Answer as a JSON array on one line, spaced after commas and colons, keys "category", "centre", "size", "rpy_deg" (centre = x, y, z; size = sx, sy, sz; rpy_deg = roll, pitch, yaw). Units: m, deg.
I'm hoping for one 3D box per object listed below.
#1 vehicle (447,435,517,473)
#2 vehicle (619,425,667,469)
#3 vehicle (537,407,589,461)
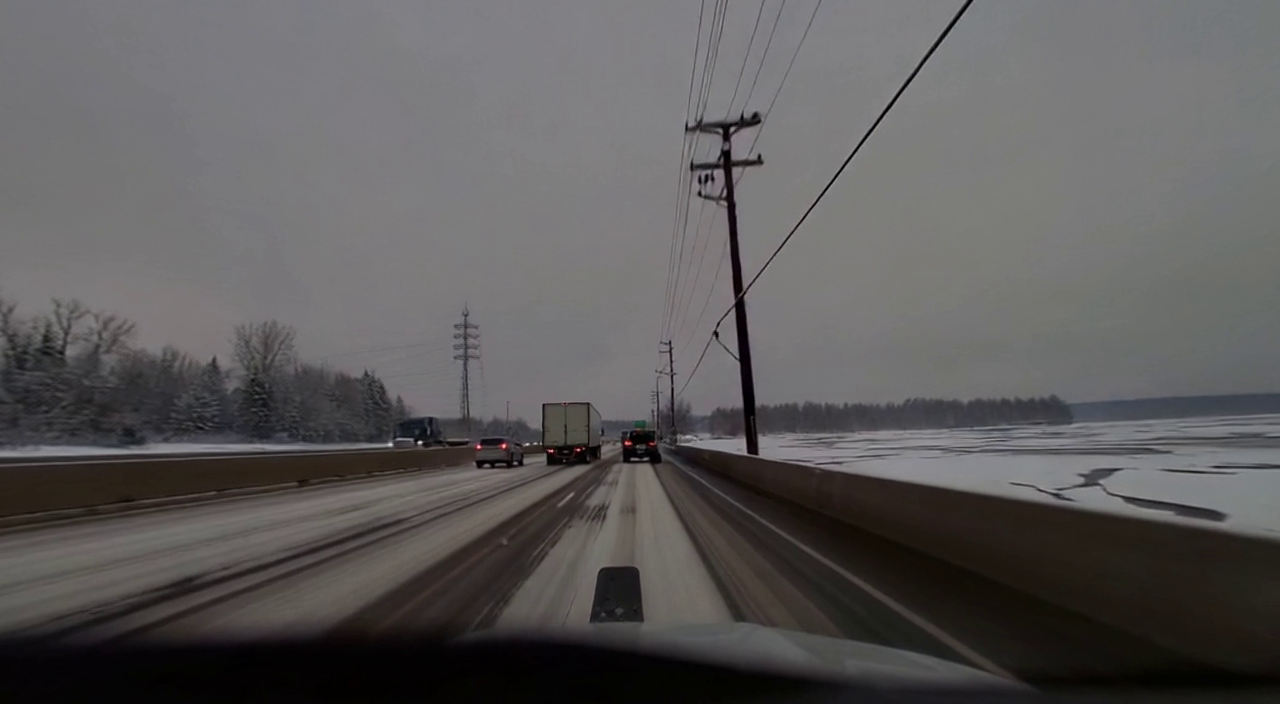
[{"category": "vehicle", "centre": [-7.064, 4.621, 28.760], "size": [2.004, 1.545, 4.513], "rpy_deg": [0, -9, 1]}, {"category": "vehicle", "centre": [0.159, 5.065, 33.760], "size": [2.358, 2.144, 4.713], "rpy_deg": [0, -9, 0]}, {"category": "vehicle", "centre": [-3.726, 4.013, 30.905], "size": [2.178, 2.522, 2.054], "rpy_deg": [0, -9, 1]}]
